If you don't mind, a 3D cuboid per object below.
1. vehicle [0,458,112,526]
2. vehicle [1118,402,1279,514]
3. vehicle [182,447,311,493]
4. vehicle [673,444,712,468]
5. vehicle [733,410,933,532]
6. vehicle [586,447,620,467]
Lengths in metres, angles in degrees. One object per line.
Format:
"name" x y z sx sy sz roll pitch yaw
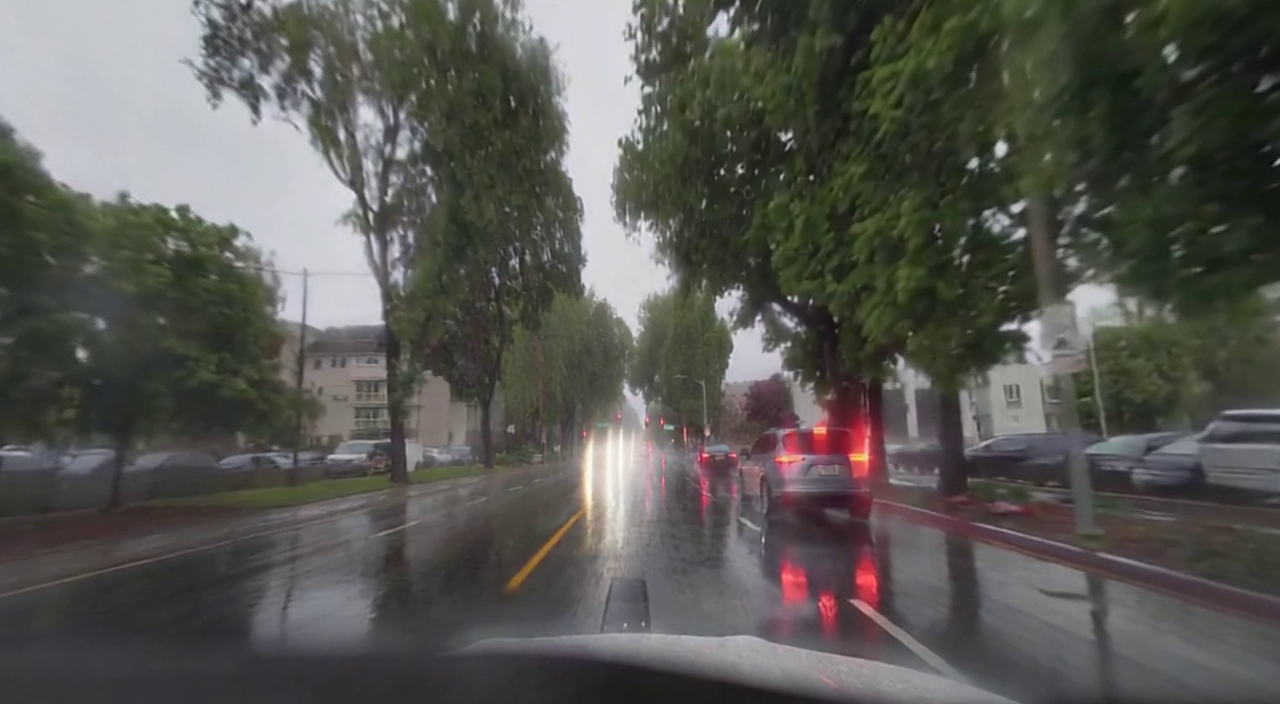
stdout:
"vehicle" -14.692 3.072 13.846 1.892 1.408 4.413 -8 -12 42
"vehicle" 12.166 1.938 11.722 4.590 1.863 2.272 -1 -9 1
"vehicle" -15.102 4.526 24.326 3.993 1.566 2.114 5 -12 -33
"vehicle" 3.421 6.860 41.685 2.072 1.471 4.834 0 -9 -1
"vehicle" 3.359 2.236 12.368 2.251 1.861 5.144 0 -9 0
"vehicle" -2.701 7.777 46.787 2.133 1.439 4.280 -1 -9 2
